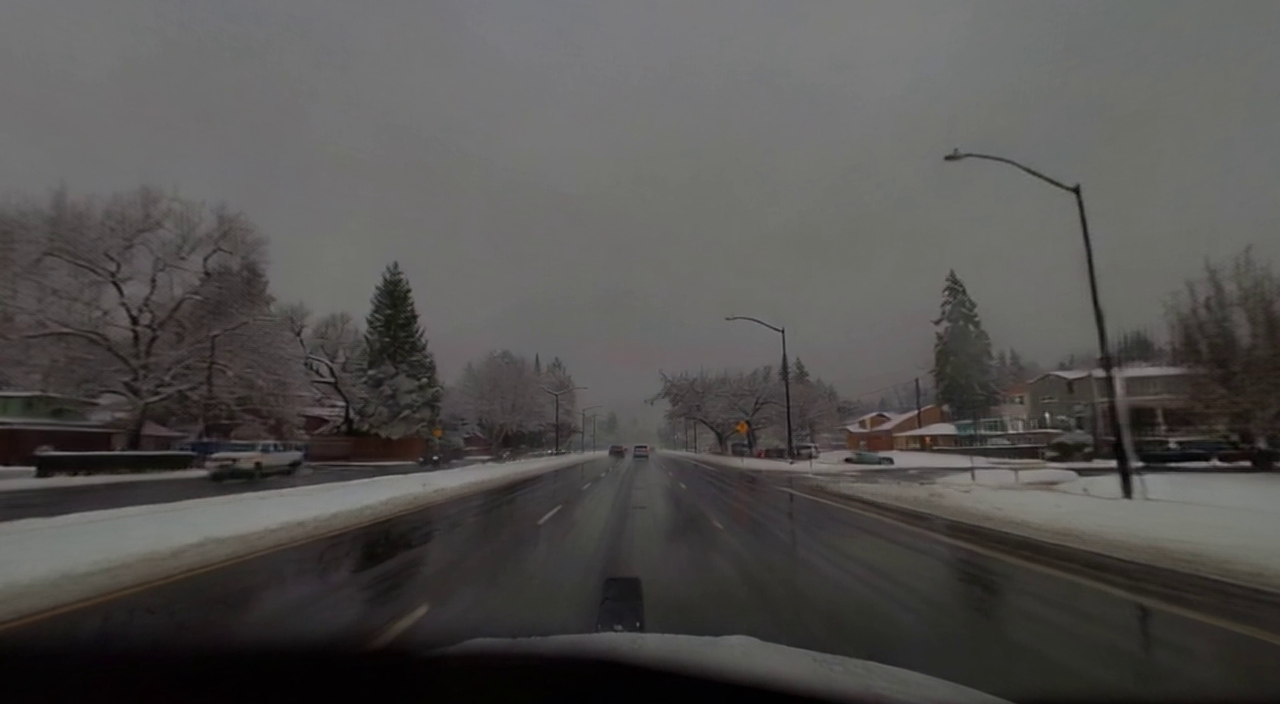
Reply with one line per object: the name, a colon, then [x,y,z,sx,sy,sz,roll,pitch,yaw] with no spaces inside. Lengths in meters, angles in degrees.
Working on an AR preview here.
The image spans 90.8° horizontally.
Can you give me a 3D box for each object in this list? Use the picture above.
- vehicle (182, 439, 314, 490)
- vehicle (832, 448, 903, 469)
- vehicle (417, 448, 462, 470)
vehicle: [-15.077,4.337,24.714,1.999,1.773,4.851,0,-9,1]
vehicle: [16.124,7.539,45.037,1.826,1.420,4.533,5,-10,-31]
vehicle: [-14.768,7.922,46.825,1.929,1.506,4.125,0,-9,1]
